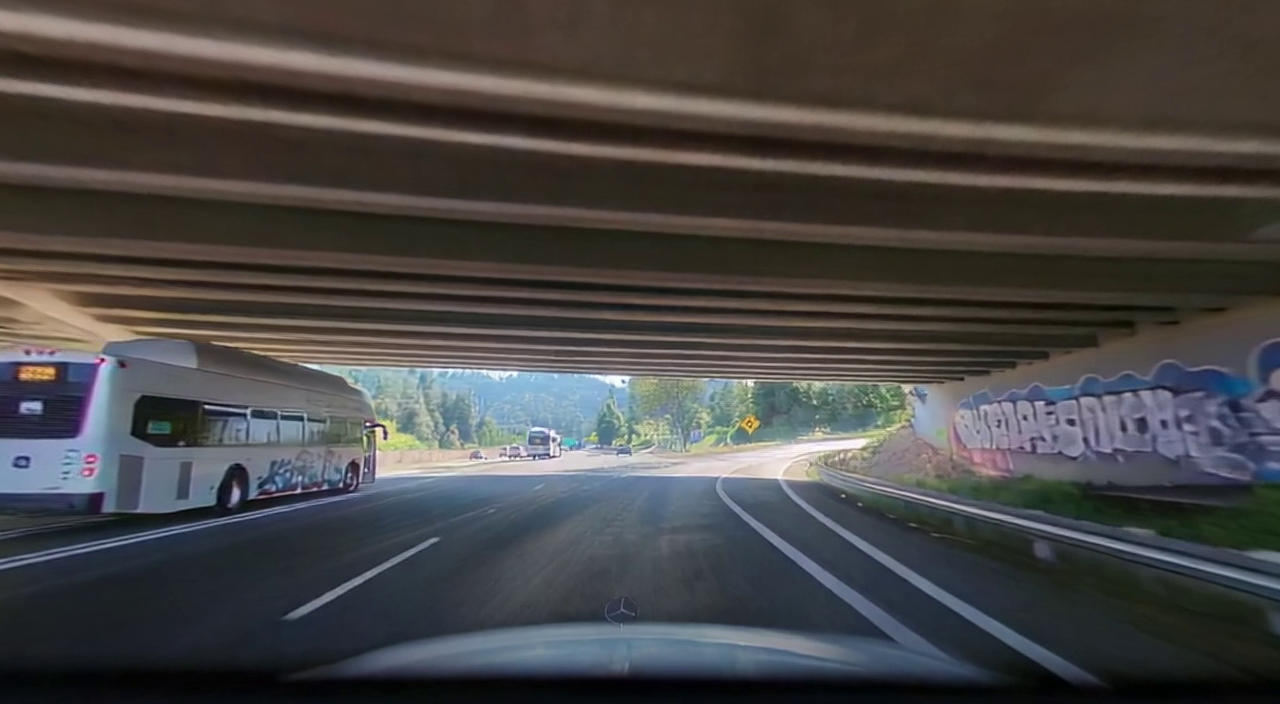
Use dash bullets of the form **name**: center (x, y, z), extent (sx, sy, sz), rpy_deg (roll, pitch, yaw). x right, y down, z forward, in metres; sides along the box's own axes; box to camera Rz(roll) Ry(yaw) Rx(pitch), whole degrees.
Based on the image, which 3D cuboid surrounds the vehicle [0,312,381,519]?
- **vehicle**: center (-11.411, 2.068, 17.636), extent (2.986, 3.574, 13.570), rpy_deg (0, -9, -2)
